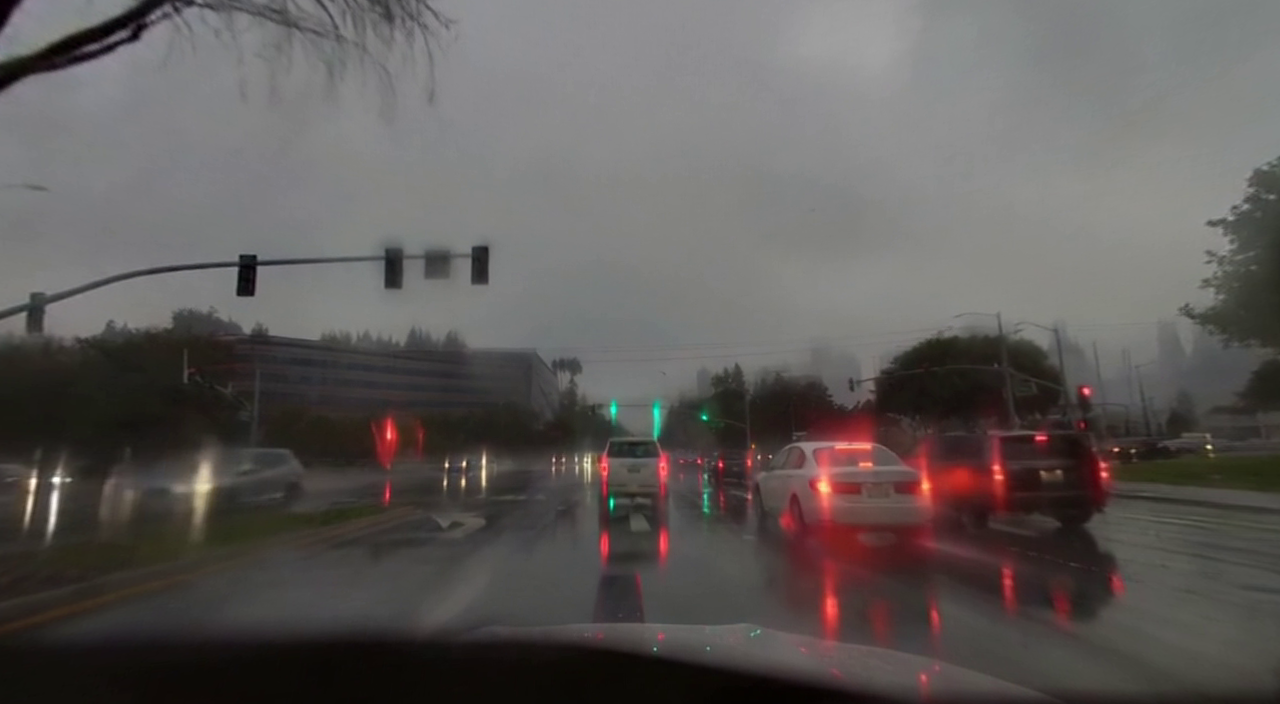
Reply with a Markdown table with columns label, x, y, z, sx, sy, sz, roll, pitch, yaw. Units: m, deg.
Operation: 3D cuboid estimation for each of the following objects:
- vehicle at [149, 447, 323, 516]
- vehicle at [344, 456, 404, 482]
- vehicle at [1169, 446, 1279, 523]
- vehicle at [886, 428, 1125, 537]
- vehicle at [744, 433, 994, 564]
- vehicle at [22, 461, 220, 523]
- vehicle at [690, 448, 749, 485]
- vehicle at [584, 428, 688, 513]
| label | x | y | z | sx | sy | sz | roll | pitch | yaw |
| --- | --- | --- | --- | --- | --- | --- | --- | --- | --- |
| vehicle | -11.068 | 3.521 | 17.798 | 2.032 | 1.671 | 4.316 | 0 | -9 | 0 |
| vehicle | -17.566 | 7.736 | 42.041 | 1.911 | 1.483 | 4.849 | 0 | -9 | 0 |
| vehicle | 14.455 | 2.831 | 13.651 | 2.125 | 1.592 | 4.428 | 0 | -9 | -1 |
| vehicle | 6.732 | 2.425 | 12.371 | 1.987 | 1.730 | 4.373 | 0 | -9 | -1 |
| vehicle | 3.194 | 2.139 | 10.122 | 2.034 | 1.558 | 4.774 | 0 | -9 | -3 |
| vehicle | -14.421 | 3.871 | 17.967 | 2.107 | 1.448 | 4.179 | 0 | -9 | -1 |
| vehicle | 3.516 | 5.138 | 28.740 | 2.004 | 1.523 | 4.263 | 0 | -9 | -1 |
| vehicle | -0.101 | 2.881 | 15.834 | 2.236 | 1.827 | 4.316 | 0 | -9 | 0 |
